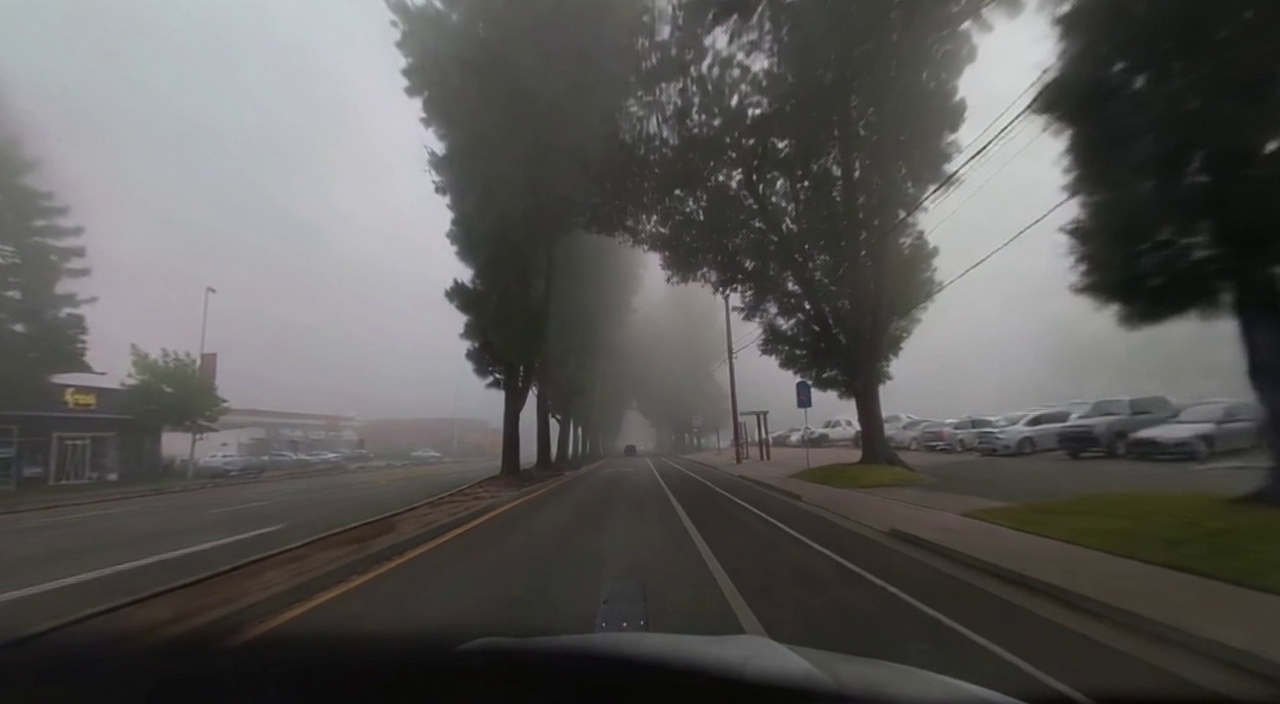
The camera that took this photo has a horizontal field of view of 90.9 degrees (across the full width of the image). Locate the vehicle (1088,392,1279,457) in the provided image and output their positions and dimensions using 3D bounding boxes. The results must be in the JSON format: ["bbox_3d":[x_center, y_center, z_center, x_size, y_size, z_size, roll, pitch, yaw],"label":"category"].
[{"bbox_3d":[12.793,1.713,14.765,3.375,1.411,1.561,0,-8,-1],"label":"vehicle"}]

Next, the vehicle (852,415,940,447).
[{"bbox_3d":[12.807,3.986,31.641,3.641,1.524,1.731,0,-8,0],"label":"vehicle"}]

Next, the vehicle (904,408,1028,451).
[{"bbox_3d":[12.458,3.011,24.273,3.742,1.560,1.822,-1,-8,1],"label":"vehicle"}]
